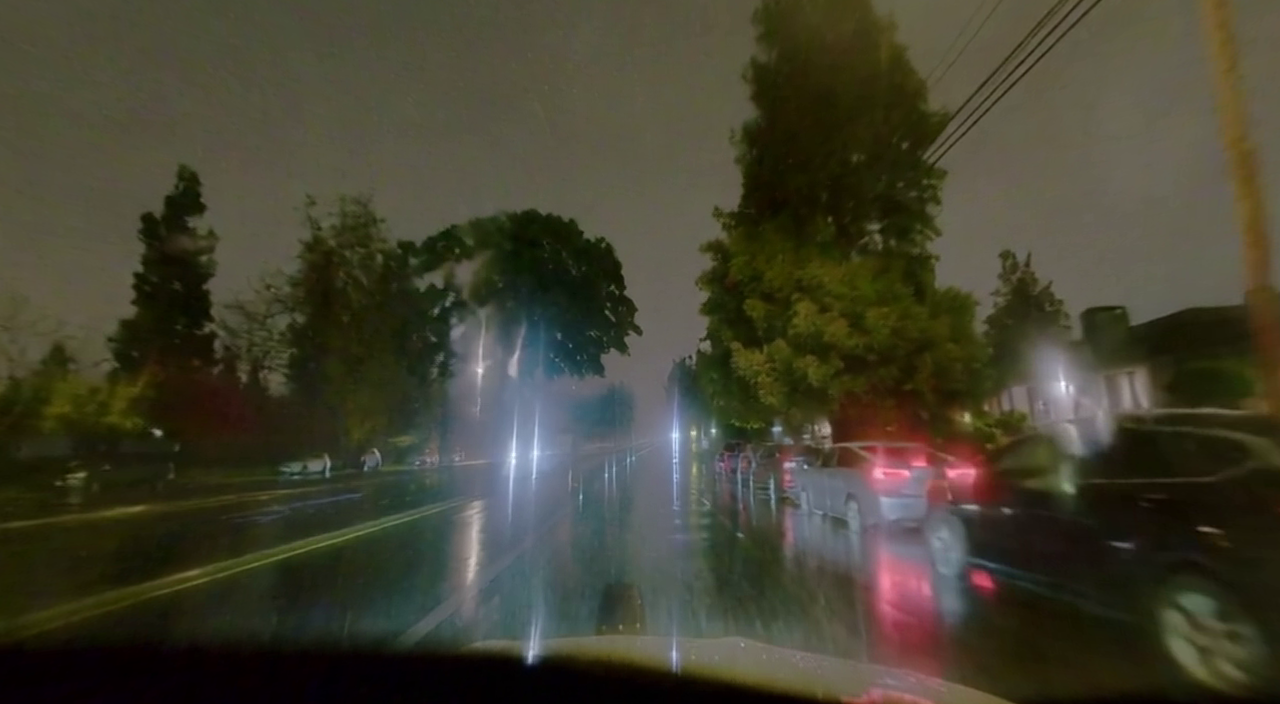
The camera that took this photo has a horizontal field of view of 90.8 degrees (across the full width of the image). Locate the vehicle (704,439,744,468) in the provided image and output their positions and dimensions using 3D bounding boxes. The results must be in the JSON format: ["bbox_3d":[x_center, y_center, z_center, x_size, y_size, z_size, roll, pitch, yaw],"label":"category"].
[{"bbox_3d":[5.024,6.149,38.316,1.991,1.635,4.323,-1,-9,3],"label":"vehicle"}]

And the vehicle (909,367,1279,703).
[{"bbox_3d":[4.186,1.234,5.072,1.978,1.744,4.332,0,-9,-2],"label":"vehicle"}]

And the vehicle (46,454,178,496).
[{"bbox_3d":[-23.717,5.520,28.684,1.950,1.466,4.728,-2,-7,0],"label":"vehicle"}]

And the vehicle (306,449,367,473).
[{"bbox_3d":[-22.835,8.185,47.742,1.856,1.658,4.884,-1,-9,5],"label":"vehicle"}]

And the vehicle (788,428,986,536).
[{"bbox_3d":[4.164,2.255,11.549,1.823,1.576,4.323,0,-9,-1],"label":"vehicle"}]
